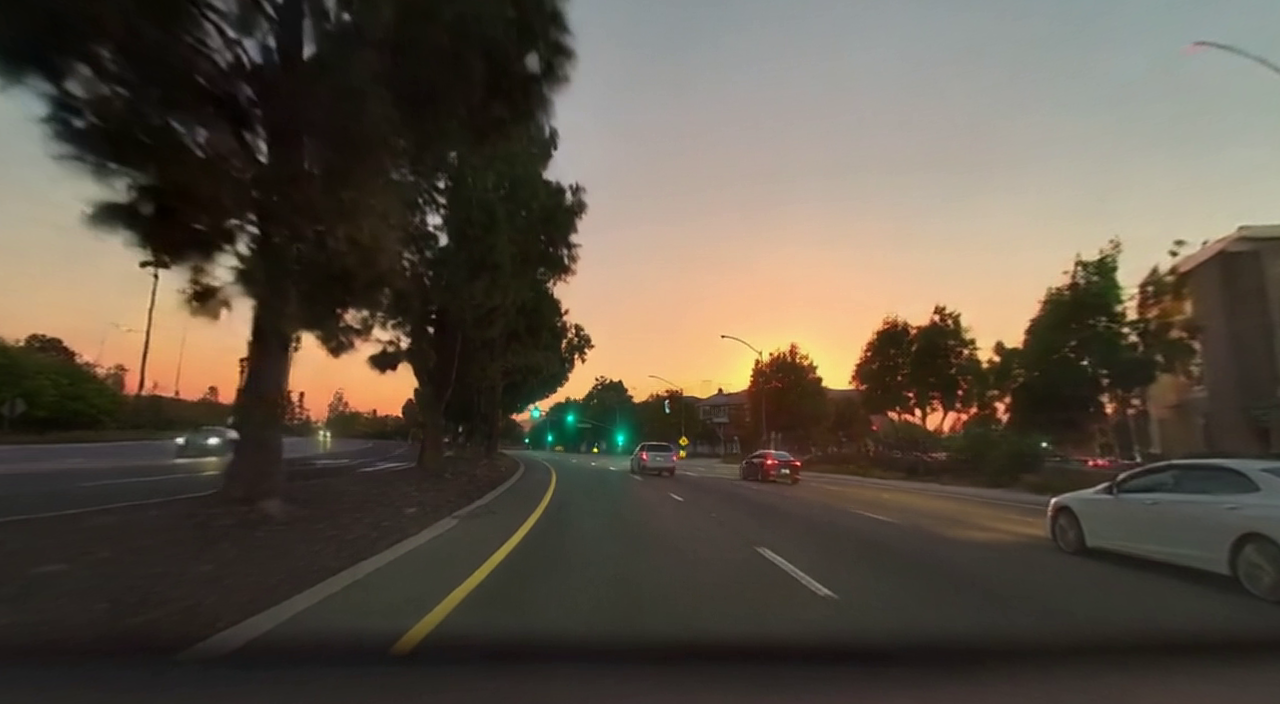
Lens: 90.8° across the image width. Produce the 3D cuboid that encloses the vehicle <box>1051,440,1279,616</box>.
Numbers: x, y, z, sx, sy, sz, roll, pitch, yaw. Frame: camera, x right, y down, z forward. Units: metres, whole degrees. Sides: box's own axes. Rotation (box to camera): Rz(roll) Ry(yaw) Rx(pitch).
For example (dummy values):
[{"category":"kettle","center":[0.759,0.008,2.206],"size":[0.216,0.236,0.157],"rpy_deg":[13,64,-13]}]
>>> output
[{"category":"vehicle","center":[6.348,1.580,5.933],"size":[1.882,1.476,4.344],"rpy_deg":[0,-8,-3]}]

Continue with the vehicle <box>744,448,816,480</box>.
[{"category":"vehicle","center":[6.999,5.632,32.181],"size":[1.940,1.460,4.652],"rpy_deg":[2,-8,-10]}]

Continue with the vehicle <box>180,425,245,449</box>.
[{"category":"vehicle","center":[-28.677,5.770,42.547],"size":[1.915,1.500,4.652],"rpy_deg":[2,-9,-12]}]

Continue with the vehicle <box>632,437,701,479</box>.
[{"category":"vehicle","center":[1.040,4.588,27.681],"size":[2.122,1.646,4.525],"rpy_deg":[2,-9,-10]}]
